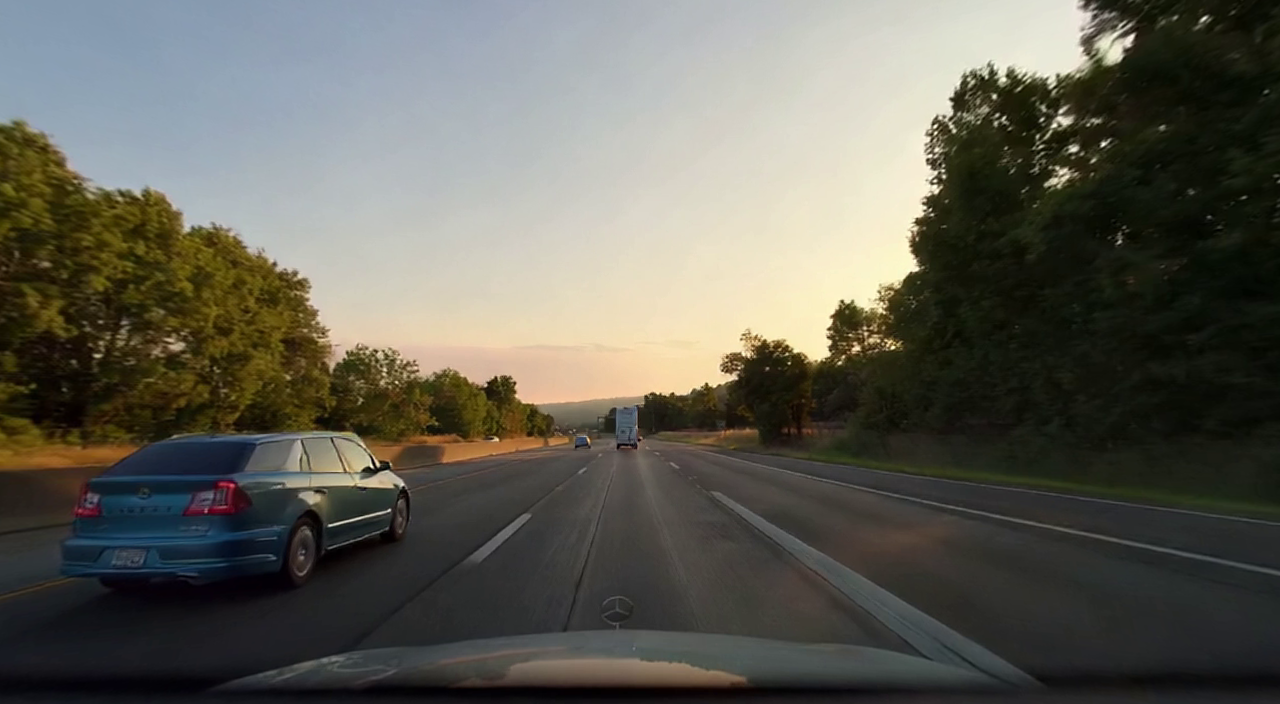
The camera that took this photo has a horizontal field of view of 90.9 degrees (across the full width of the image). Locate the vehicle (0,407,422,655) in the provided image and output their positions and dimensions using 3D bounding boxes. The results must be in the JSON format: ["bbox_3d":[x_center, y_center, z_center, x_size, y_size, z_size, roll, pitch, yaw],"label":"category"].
[{"bbox_3d":[-3.736,1.357,5.915,1.931,1.483,4.105,0,-8,-1],"label":"vehicle"}]
